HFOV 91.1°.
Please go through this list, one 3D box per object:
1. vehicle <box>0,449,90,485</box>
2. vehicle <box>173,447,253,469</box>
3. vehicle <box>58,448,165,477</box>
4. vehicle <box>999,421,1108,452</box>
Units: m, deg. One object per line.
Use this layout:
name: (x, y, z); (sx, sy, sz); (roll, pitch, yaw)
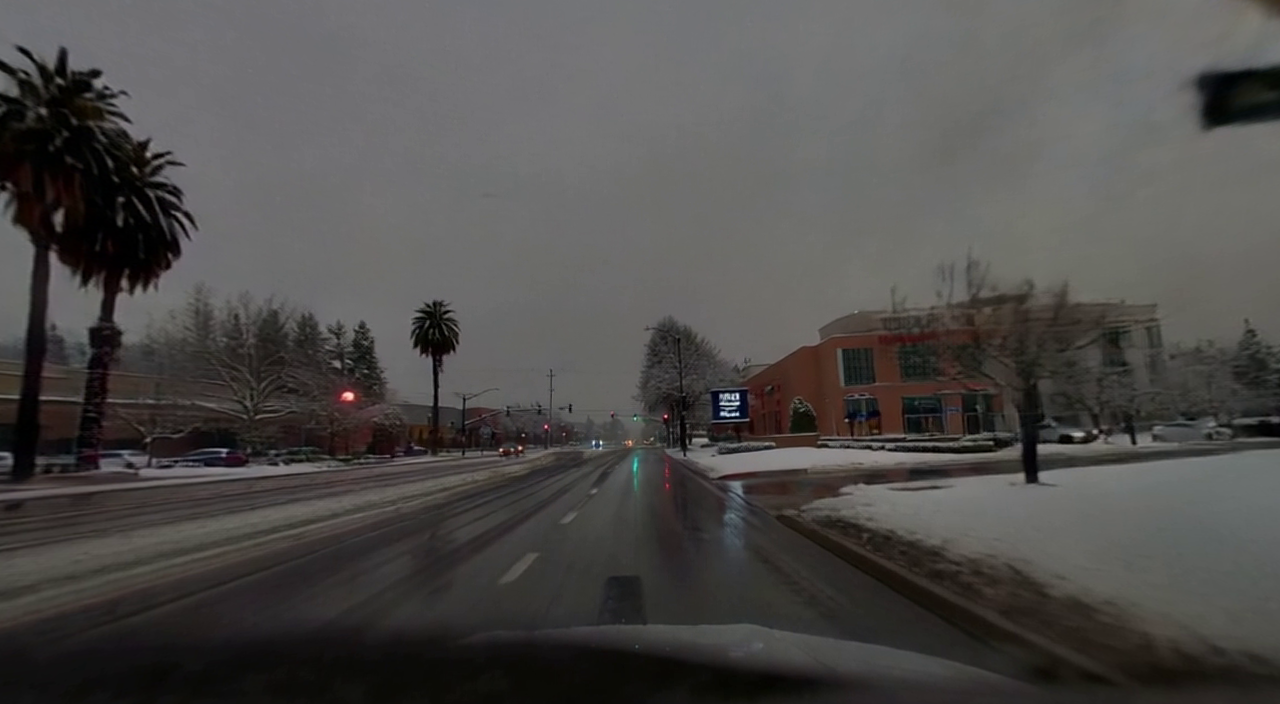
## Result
vehicle: (-29.601, 5.565, 30.231); (4.463, 1.497, 1.889); (-4, -9, 0)
vehicle: (-29.735, 7.378, 43.778); (4.133, 1.501, 1.876); (0, -8, 0)
vehicle: (-29.901, 6.258, 35.598); (4.310, 1.533, 1.917); (0, -8, 1)
vehicle: (25.157, 5.150, 38.317); (5.117, 1.813, 2.052); (0, -8, 0)
